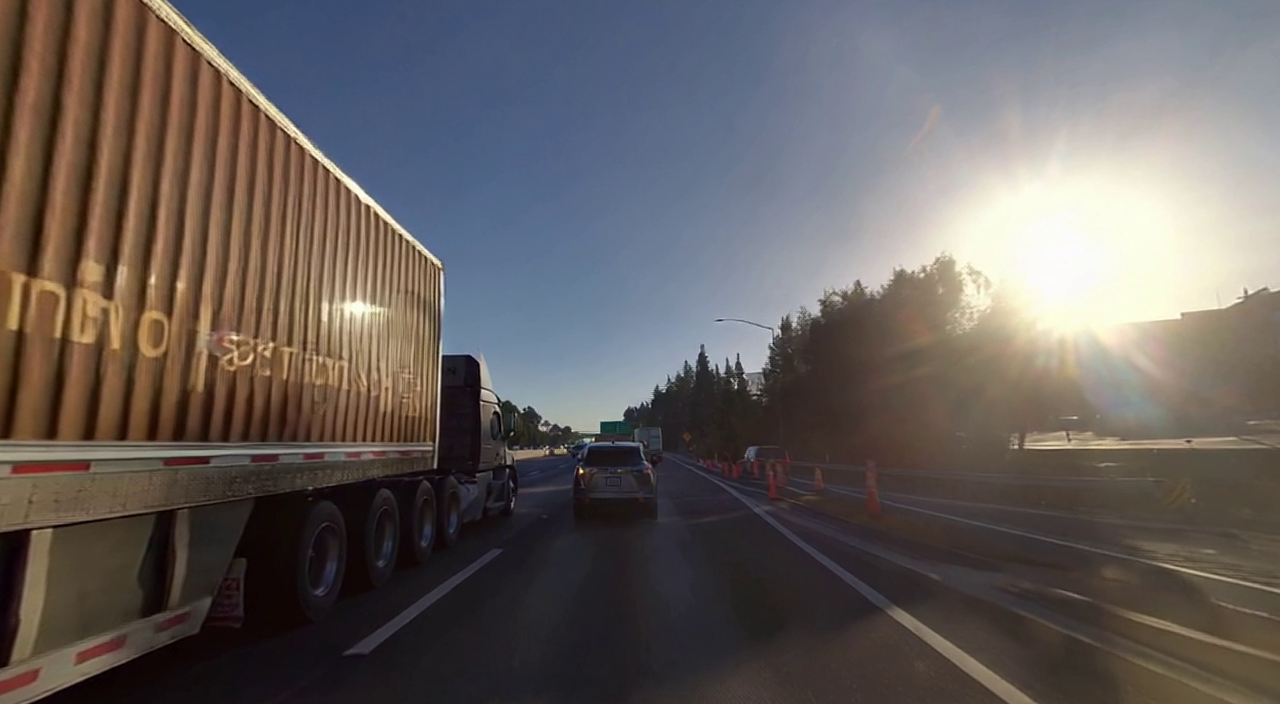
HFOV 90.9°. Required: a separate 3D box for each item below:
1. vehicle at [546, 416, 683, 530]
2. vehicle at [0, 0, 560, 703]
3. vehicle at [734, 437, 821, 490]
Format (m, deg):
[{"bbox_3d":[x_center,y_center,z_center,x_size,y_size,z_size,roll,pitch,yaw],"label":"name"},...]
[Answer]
[{"bbox_3d":[-0.377,2.222,11.988,2.152,1.779,3.924,0,-9,1],"label":"vehicle"},{"bbox_3d":[-3.715,0.617,9.285,2.857,4.063,16.026,0,-8,1],"label":"vehicle"},{"bbox_3d":[4.525,3.725,21.361,1.937,1.601,3.798,0,-9,-3],"label":"vehicle"}]
